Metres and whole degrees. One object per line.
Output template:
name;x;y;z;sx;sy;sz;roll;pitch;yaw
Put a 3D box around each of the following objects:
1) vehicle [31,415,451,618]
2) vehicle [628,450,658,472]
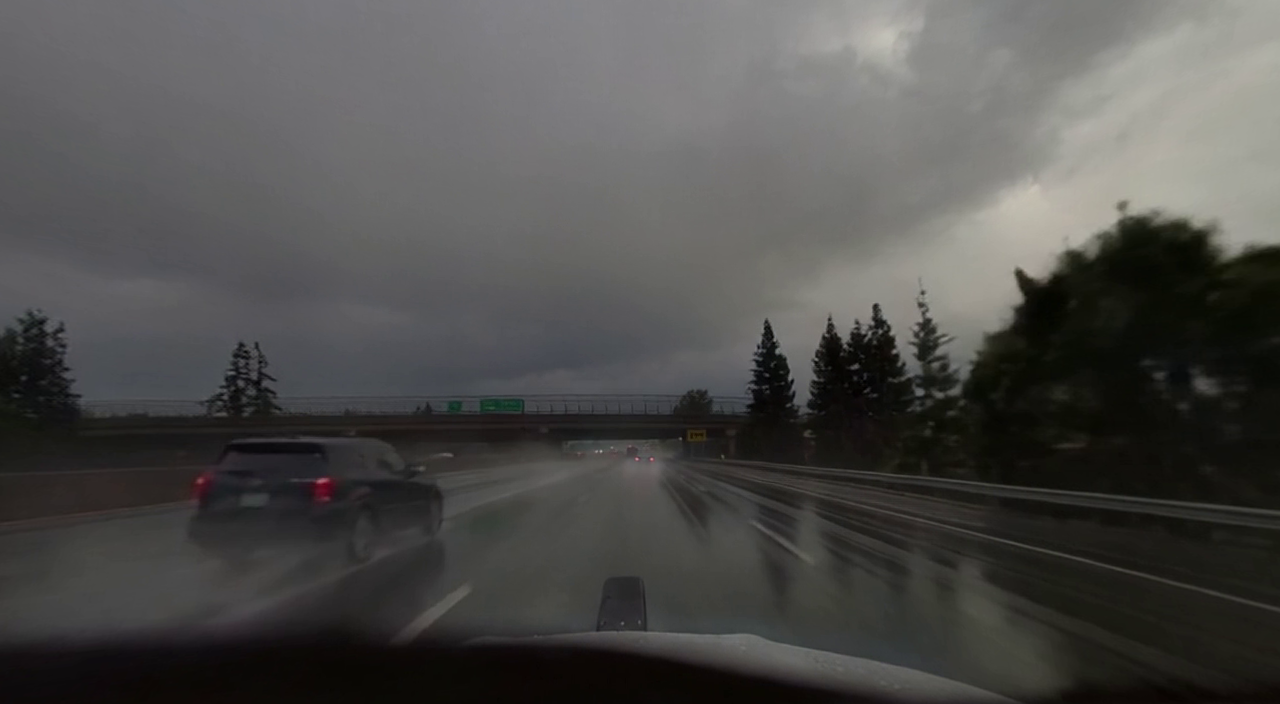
vehicle;-3.971;1.708;7.469;2.055;1.665;4.373;0;-9;0
vehicle;0.206;8.041;46.507;2.113;1.537;4.208;0;-9;0
